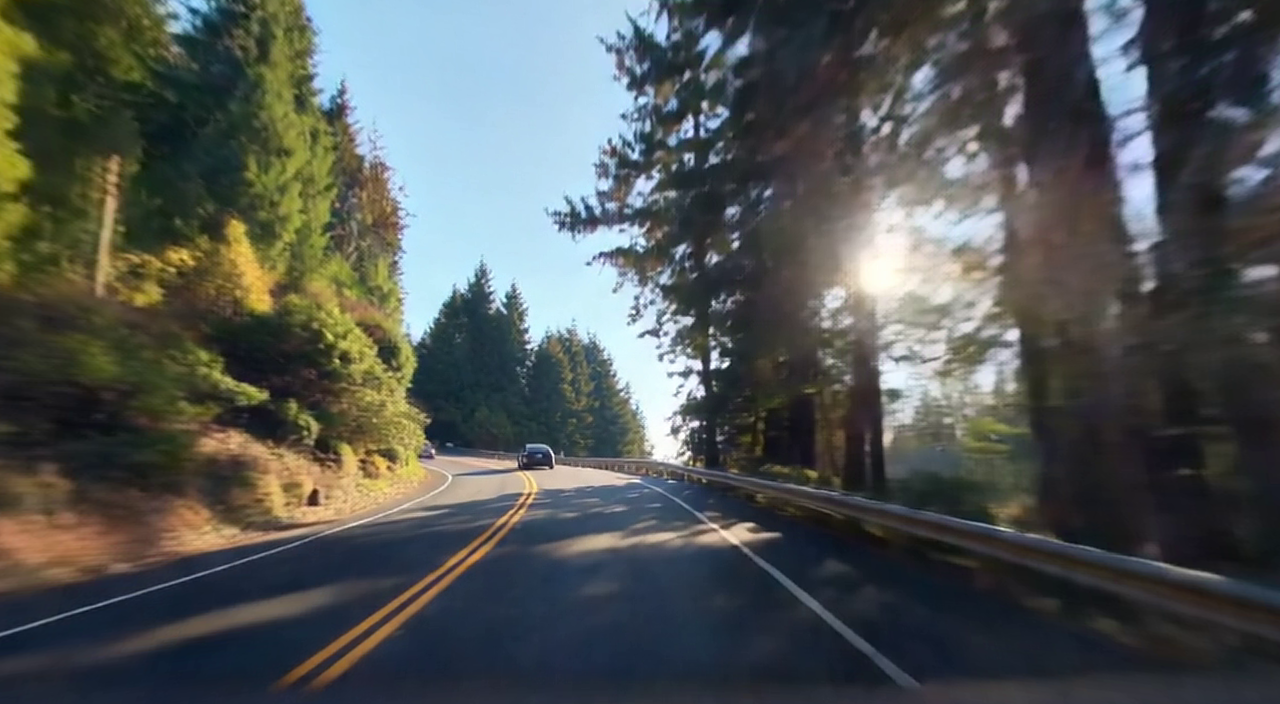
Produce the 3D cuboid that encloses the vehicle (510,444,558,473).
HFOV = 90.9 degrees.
[{"bbox_3d":[-6.176,6.104,36.404,2.120,1.491,4.349,3,-9,-17],"label":"vehicle"}]
